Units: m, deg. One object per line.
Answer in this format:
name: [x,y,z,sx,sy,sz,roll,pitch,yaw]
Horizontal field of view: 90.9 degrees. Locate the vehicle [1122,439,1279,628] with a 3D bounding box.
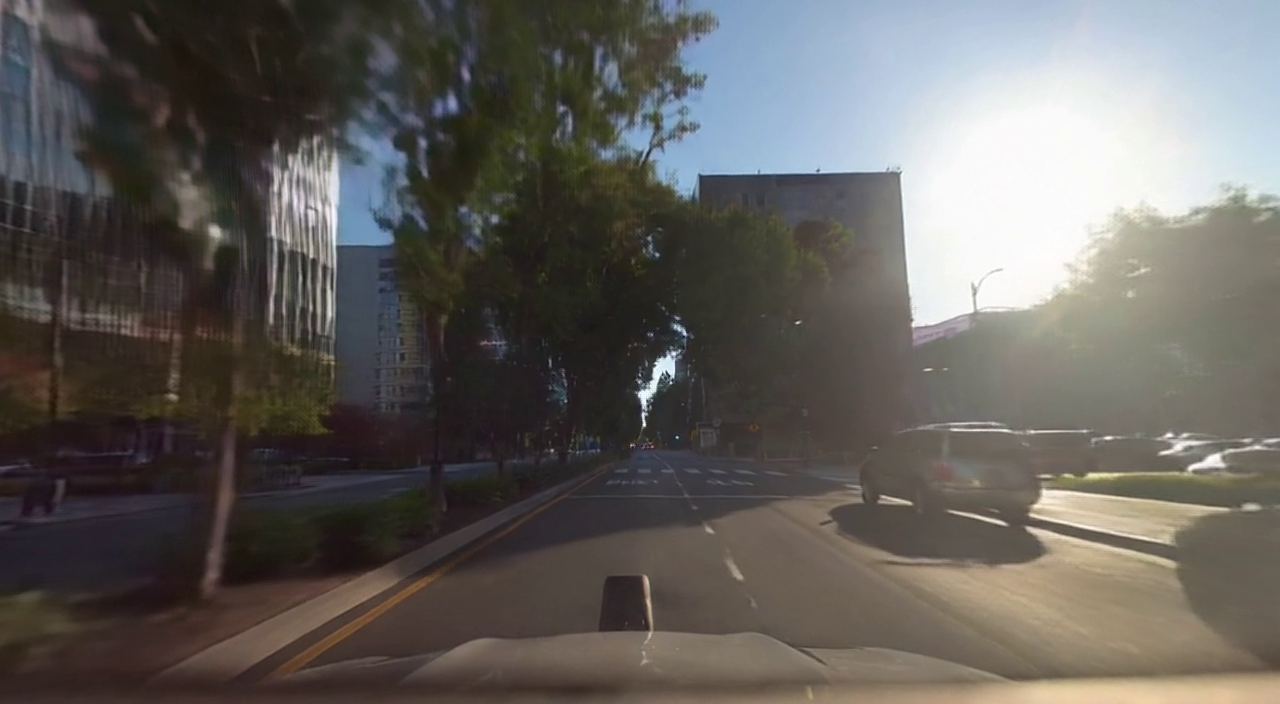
vehicle: [6.140,1.365,4.404,1.948,1.511,4.623,0,-8,1]

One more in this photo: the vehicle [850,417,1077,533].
vehicle: [6.142,2.386,12.862,2.045,1.890,4.876,0,-8,0]
